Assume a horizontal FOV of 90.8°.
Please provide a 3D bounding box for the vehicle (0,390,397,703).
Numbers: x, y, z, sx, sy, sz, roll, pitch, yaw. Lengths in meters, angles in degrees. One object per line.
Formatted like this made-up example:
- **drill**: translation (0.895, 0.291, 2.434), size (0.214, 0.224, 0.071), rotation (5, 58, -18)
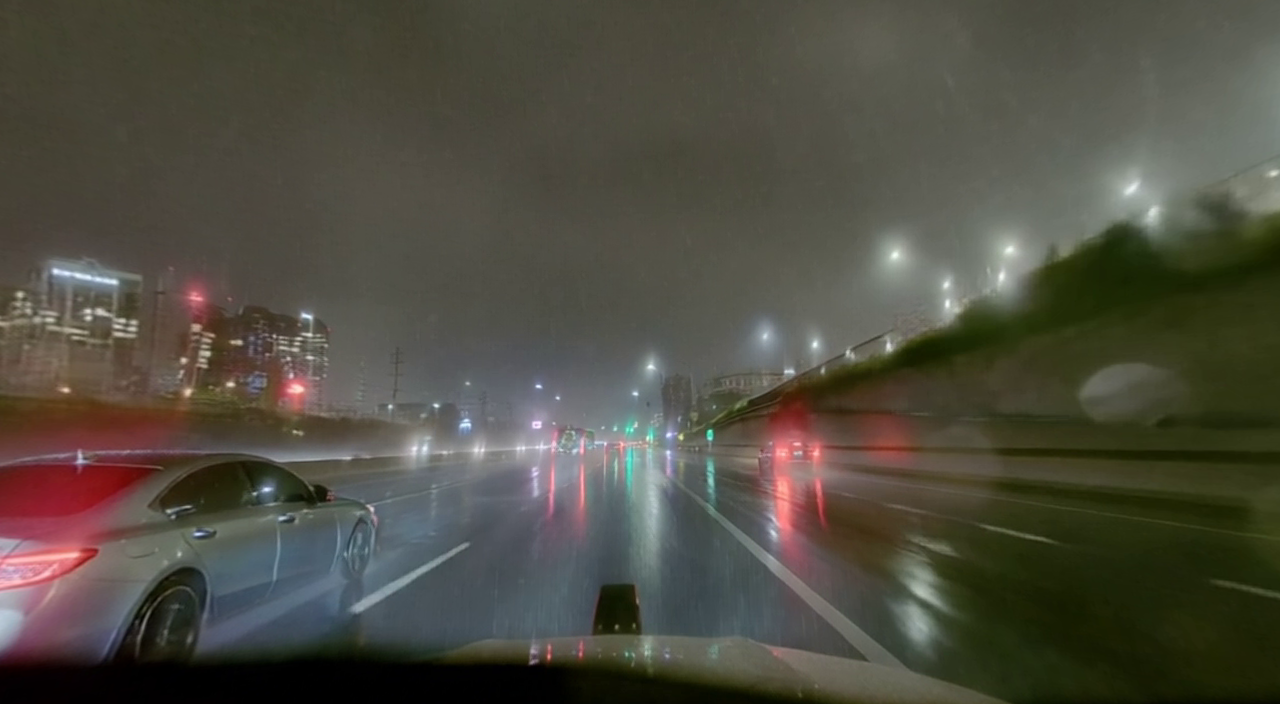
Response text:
- **vehicle**: translation (-3.826, 1.275, 4.939), size (2.025, 1.556, 4.594), rotation (0, -8, 0)

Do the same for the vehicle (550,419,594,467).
- **vehicle**: translation (-4.410, 6.078, 42.139), size (2.364, 2.953, 6.732), rotation (0, -8, -1)
